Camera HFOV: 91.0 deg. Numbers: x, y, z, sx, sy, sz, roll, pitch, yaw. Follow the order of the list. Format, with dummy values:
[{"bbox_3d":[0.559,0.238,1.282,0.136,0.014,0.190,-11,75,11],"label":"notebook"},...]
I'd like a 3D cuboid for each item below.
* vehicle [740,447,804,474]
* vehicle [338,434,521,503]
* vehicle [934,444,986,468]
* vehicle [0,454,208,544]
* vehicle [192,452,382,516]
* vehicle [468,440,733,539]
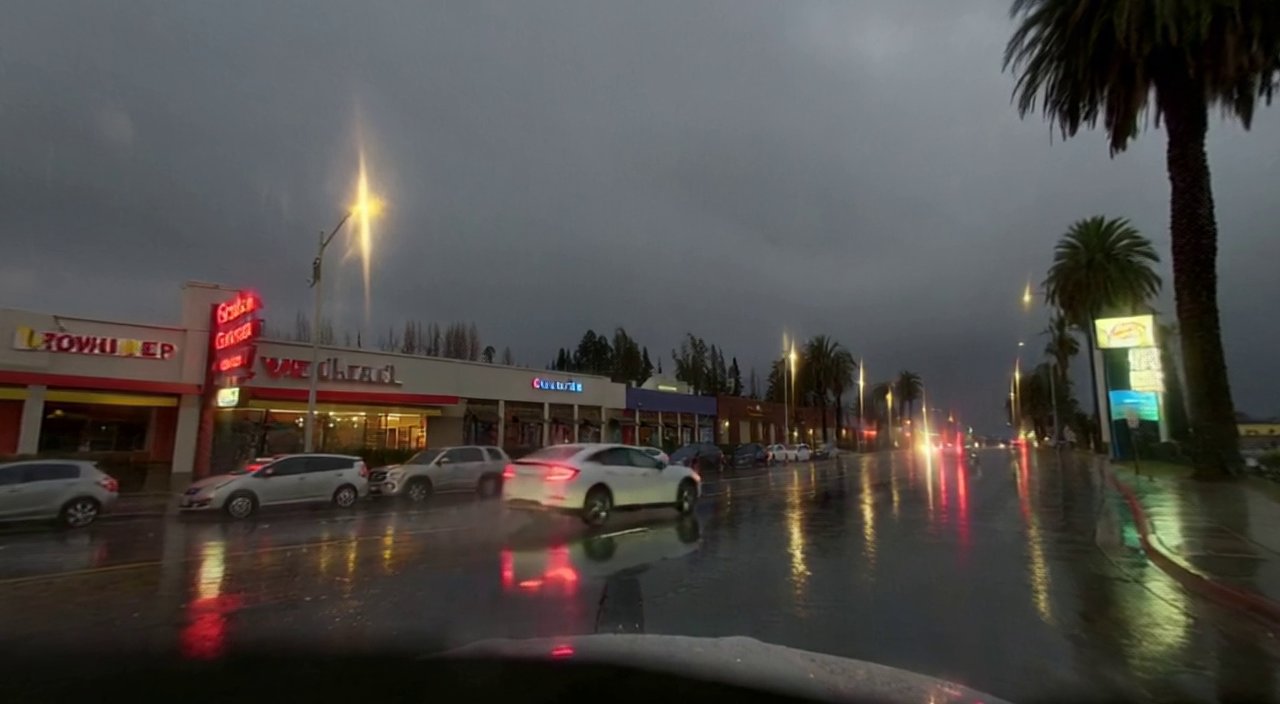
[{"bbox_3d":[8.052,6.534,38.062,1.981,1.493,4.721,-6,-11,36],"label":"vehicle"},{"bbox_3d":[-6.151,3.591,19.014,1.989,1.792,4.884,-9,-15,36],"label":"vehicle"},{"bbox_3d":[20.722,6.680,40.676,2.035,1.485,4.849,-6,-11,37],"label":"vehicle"},{"bbox_3d":[-11.412,2.737,12.013,1.854,1.482,4.756,-6,-11,37],"label":"vehicle"},{"bbox_3d":[-10.549,3.899,19.158,1.900,1.615,4.573,-6,-11,37],"label":"vehicle"},{"bbox_3d":[-0.530,2.537,12.447,2.232,1.513,5.090,-7,-11,41],"label":"vehicle"}]
